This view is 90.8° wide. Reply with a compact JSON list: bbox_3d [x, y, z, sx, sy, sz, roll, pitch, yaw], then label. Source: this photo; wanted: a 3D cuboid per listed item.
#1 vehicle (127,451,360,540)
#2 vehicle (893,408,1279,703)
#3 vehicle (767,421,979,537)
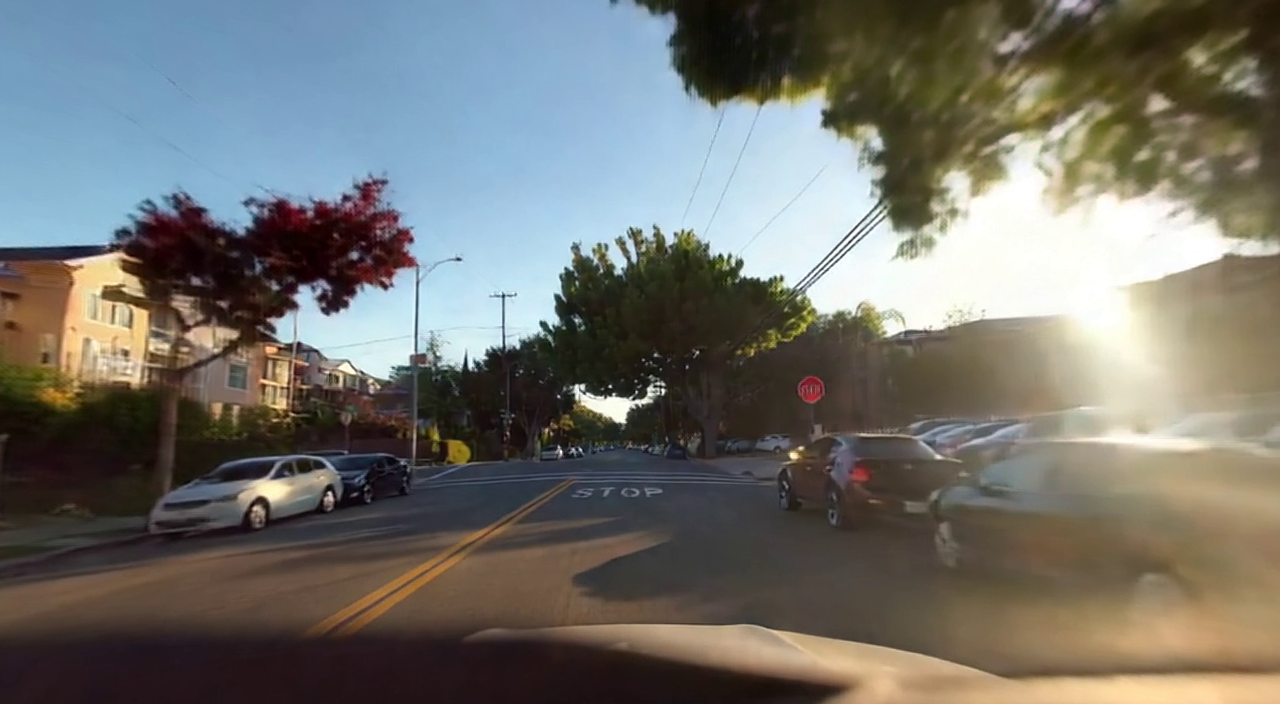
[{"bbox_3d":[-7.901,2.848,13.283,1.904,1.488,4.600,0,-9,0],"label":"vehicle"},{"bbox_3d":[4.000,1.362,5.393,1.846,1.506,4.165,0,-9,-2],"label":"vehicle"},{"bbox_3d":[3.723,2.106,11.040,1.976,1.614,4.052,0,-9,-3],"label":"vehicle"}]
